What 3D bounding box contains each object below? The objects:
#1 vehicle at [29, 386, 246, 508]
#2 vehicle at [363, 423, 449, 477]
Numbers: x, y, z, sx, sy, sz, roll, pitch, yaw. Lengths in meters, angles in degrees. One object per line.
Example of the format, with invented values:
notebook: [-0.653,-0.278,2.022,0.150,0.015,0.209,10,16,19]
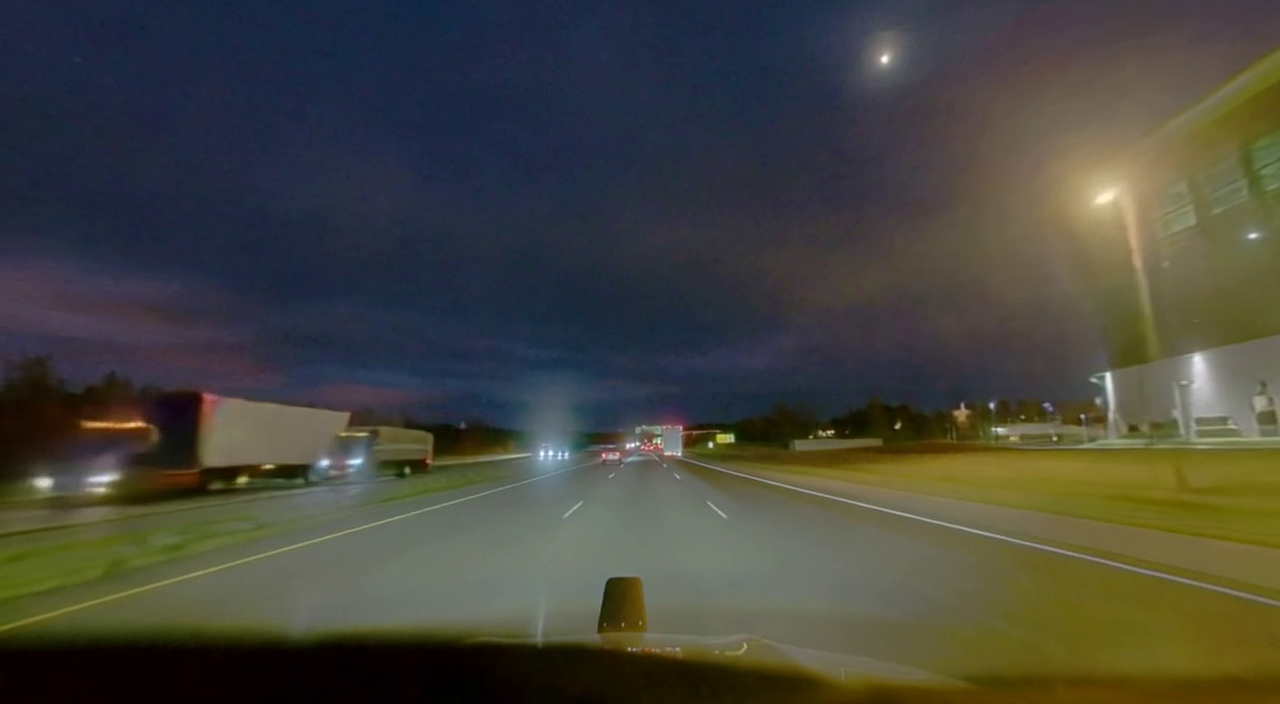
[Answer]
vehicle: [-19.015,3.690,24.587,2.963,4.113,6.320,0,-9,0]
vehicle: [-15.299,6.509,41.918,2.668,3.229,7.672,0,-9,0]
